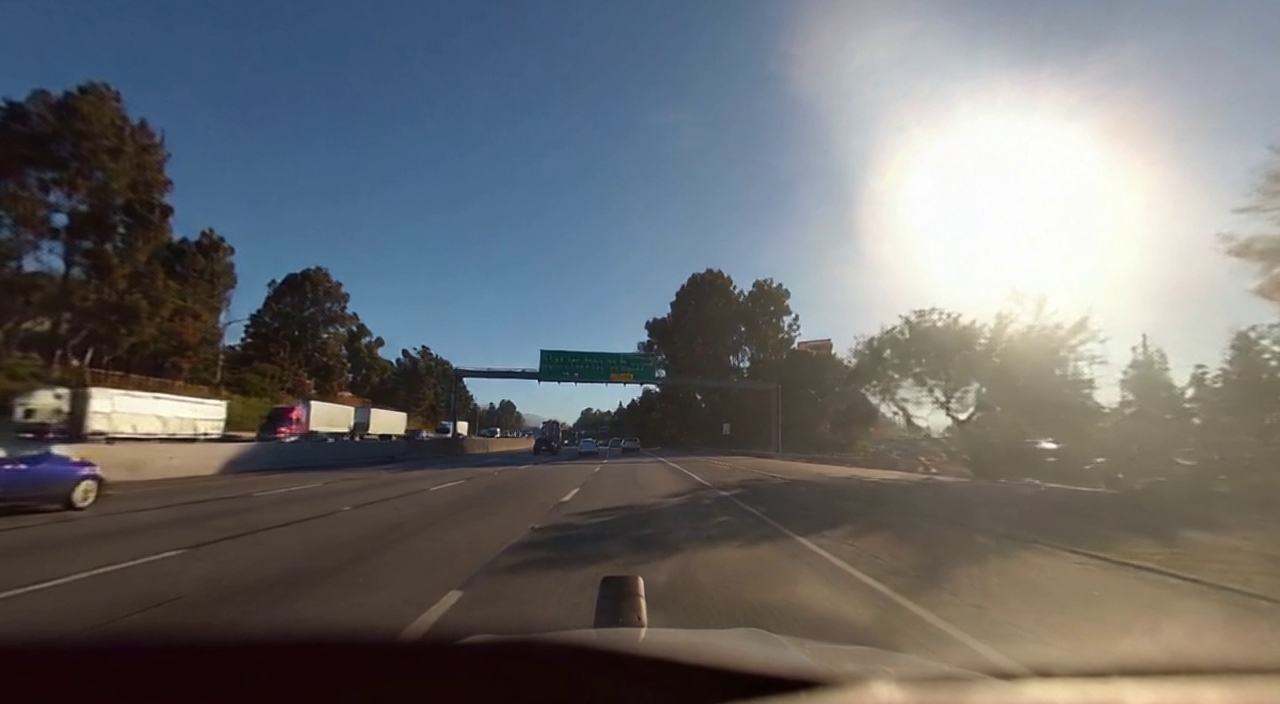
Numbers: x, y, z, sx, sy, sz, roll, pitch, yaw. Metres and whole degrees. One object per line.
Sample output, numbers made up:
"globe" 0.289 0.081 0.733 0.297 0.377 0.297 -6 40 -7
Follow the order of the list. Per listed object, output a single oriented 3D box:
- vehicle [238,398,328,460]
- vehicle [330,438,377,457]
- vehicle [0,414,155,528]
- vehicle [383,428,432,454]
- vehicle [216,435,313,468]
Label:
"vehicle" -25.489 5.593 45.456 2.884 4.112 6.220 0 -8 -3
"vehicle" -21.925 7.276 48.351 1.744 1.406 4.176 0 -8 -2
"vehicle" -10.405 1.793 9.632 2.197 1.654 4.823 0 -8 -1
"vehicle" -18.214 6.997 49.672 2.177 1.876 4.674 0 -8 -2
"vehicle" -18.002 4.765 30.506 2.088 1.442 4.286 0 -8 0
